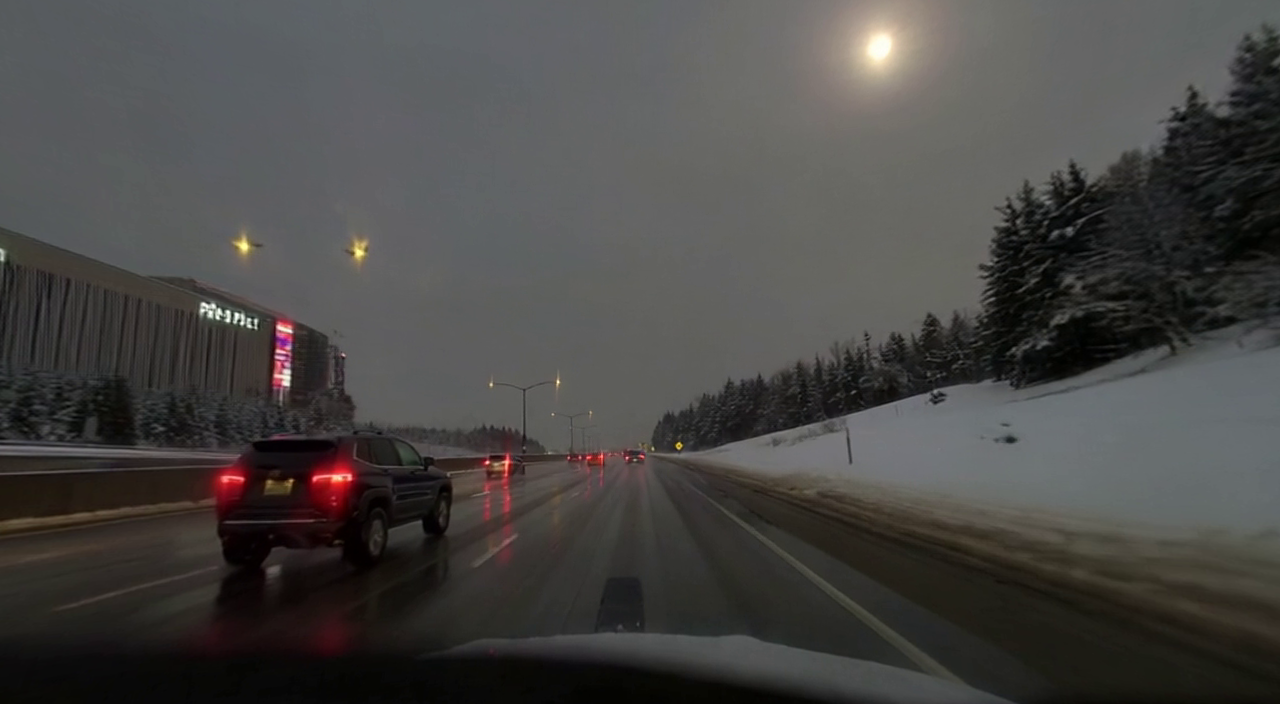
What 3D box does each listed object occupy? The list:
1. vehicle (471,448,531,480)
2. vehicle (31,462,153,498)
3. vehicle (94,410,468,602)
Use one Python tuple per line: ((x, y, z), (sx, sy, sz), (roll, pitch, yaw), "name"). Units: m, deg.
((-7.196, 5.836, 33.177), (1.998, 1.542, 4.953), (0, -9, 1), "vehicle")
((-27.982, 6.528, 32.421), (1.981, 1.585, 4.761), (0, -9, 0), "vehicle")
((-3.896, 1.744, 8.057), (2.059, 1.725, 4.521), (0, -9, 1), "vehicle")
